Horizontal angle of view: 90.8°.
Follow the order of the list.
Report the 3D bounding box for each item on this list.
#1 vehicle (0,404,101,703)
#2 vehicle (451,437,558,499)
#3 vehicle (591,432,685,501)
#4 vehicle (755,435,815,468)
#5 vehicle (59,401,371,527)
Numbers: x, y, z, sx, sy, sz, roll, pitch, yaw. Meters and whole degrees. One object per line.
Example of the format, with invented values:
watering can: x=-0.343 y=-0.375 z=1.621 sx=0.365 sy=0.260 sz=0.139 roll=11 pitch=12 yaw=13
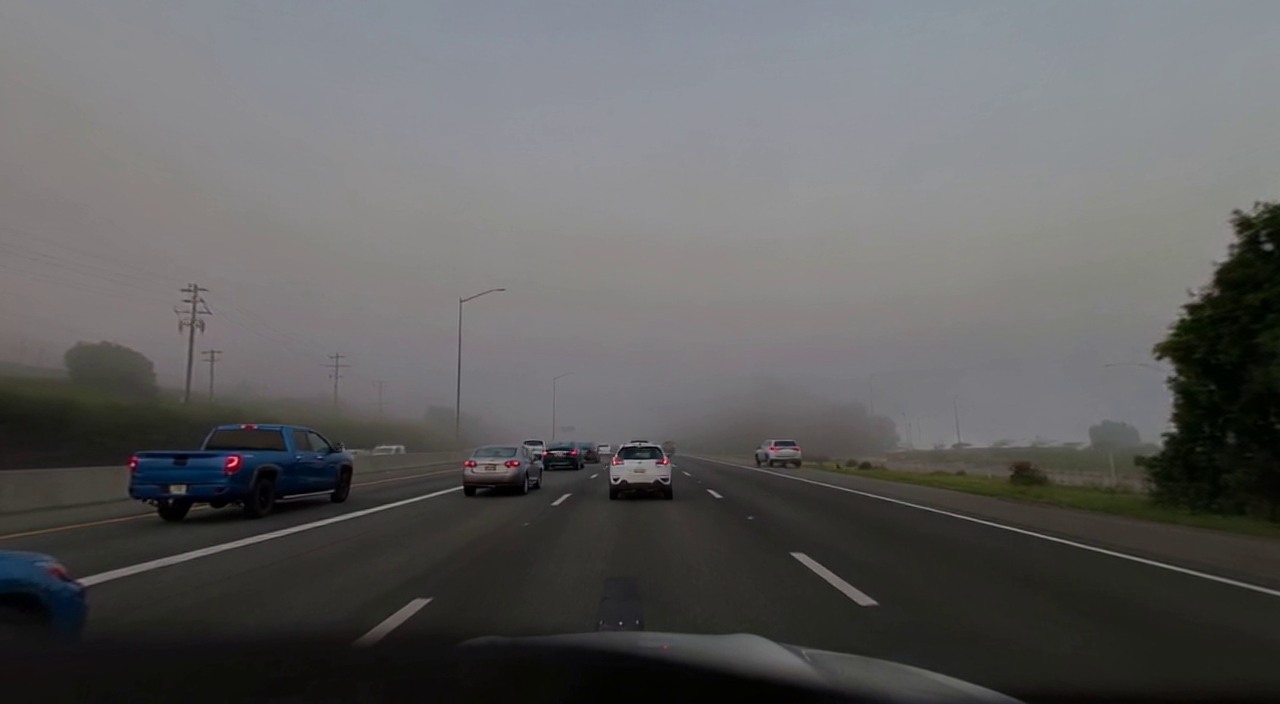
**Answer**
vehicle: x=-3.830 y=0.712 z=0.954 sx=1.955 sy=1.481 sz=4.604 roll=0 pitch=-8 yaw=0
vehicle: x=-3.454 y=3.026 z=16.935 sx=1.899 sy=1.437 sz=4.131 roll=0 pitch=-8 yaw=1
vehicle: x=-0.087 y=2.888 z=16.398 sx=2.102 sy=1.499 sz=4.439 roll=0 pitch=-8 yaw=-1
vehicle: x=8.111 y=5.623 z=35.861 sx=2.205 sy=1.701 sz=4.601 roll=0 pitch=-8 yaw=-2
vehicle: x=-7.786 y=2.140 z=12.631 sx=2.194 sy=1.922 sz=5.637 roll=0 pitch=-8 yaw=2
